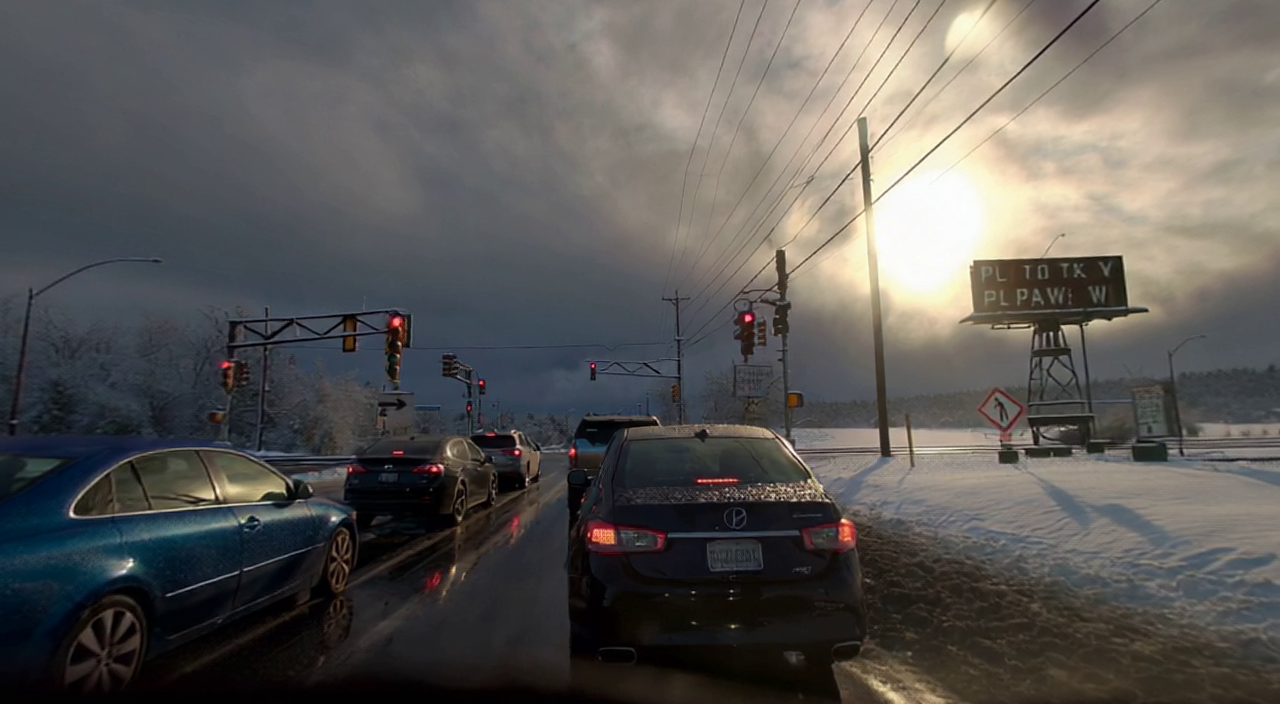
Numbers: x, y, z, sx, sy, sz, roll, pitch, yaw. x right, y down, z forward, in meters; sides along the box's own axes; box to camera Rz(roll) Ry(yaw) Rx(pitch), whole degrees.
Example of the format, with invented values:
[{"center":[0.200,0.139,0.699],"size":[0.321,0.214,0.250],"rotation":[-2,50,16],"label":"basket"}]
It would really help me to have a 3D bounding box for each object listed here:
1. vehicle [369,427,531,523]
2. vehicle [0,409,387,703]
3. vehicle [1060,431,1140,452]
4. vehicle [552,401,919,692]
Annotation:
[{"center":[-3.360,2.260,12.085],"size":[1.984,1.505,3.982],"rotation":[0,-9,-2],"label":"vehicle"},{"center":[-3.711,1.250,4.458],"size":[1.956,1.468,4.585],"rotation":[0,-9,0],"label":"vehicle"},{"center":[34.010,6.627,46.787],"size":[4.453,1.476,1.887],"rotation":[0,-9,0],"label":"vehicle"},{"center":[0.405,1.338,5.460],"size":[1.998,1.529,3.960],"rotation":[1,-9,-4],"label":"vehicle"}]
